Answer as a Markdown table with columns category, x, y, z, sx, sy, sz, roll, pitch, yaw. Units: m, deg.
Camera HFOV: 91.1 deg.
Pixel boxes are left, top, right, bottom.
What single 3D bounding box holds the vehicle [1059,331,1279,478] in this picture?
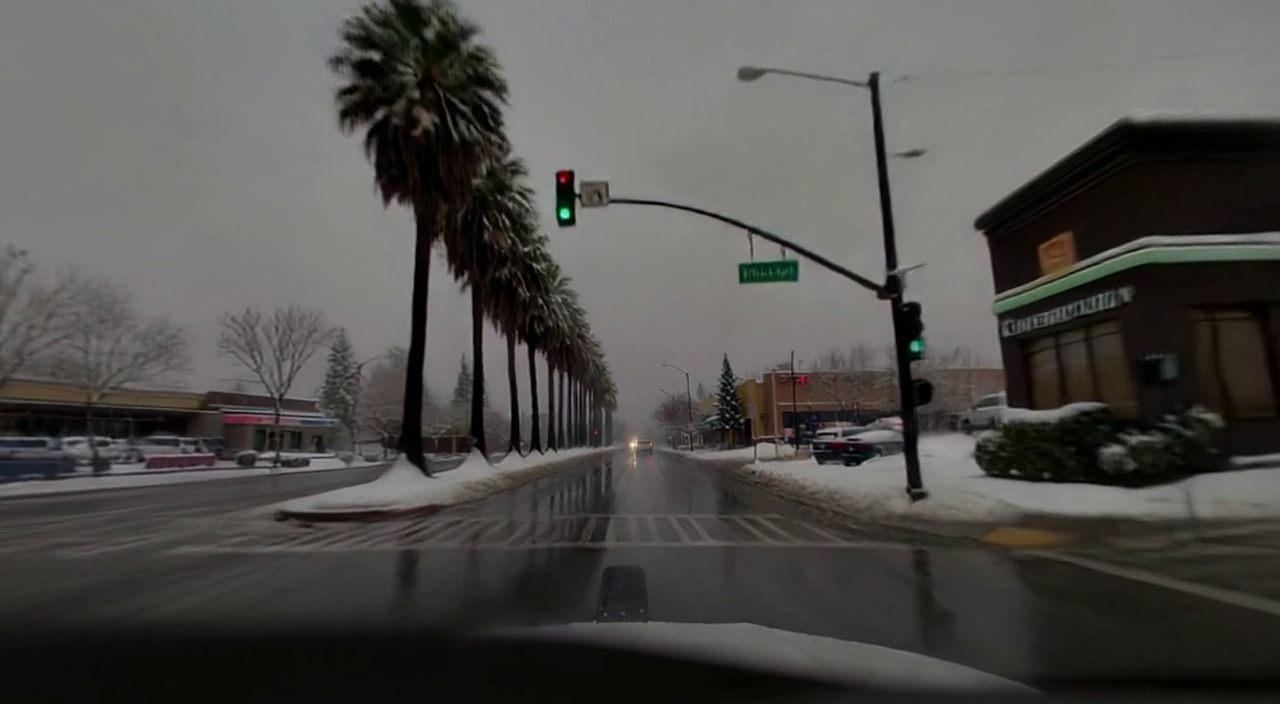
| category | x | y | z | sx | sy | sz | roll | pitch | yaw |
| --- | --- | --- | --- | --- | --- | --- | --- | --- | --- |
| vehicle | 15.674 | 1.674 | 17.553 | 3.161 | 3.209 | 7.934 | -1 | -8 | 8 |

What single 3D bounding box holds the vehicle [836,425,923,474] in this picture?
| category | x | y | z | sx | sy | sz | roll | pitch | yaw |
| --- | --- | --- | --- | --- | --- | --- | --- | --- | --- |
| vehicle | 9.562 | 3.972 | 25.436 | 1.655 | 1.820 | 3.969 | 0 | -10 | -5 |

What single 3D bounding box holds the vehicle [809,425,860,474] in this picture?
| category | x | y | z | sx | sy | sz | roll | pitch | yaw |
| --- | --- | --- | --- | --- | --- | --- | --- | --- | --- |
| vehicle | 9.561 | 4.937 | 31.191 | 1.917 | 1.876 | 4.629 | -7 | -15 | 12 |

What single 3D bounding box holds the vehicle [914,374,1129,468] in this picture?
| category | x | y | z | sx | sy | sz | roll | pitch | yaw |
| --- | --- | --- | --- | --- | --- | --- | --- | --- | --- |
| vehicle | 15.931 | 3.211 | 27.703 | 2.814 | 3.328 | 10.467 | 0 | -8 | 0 |
